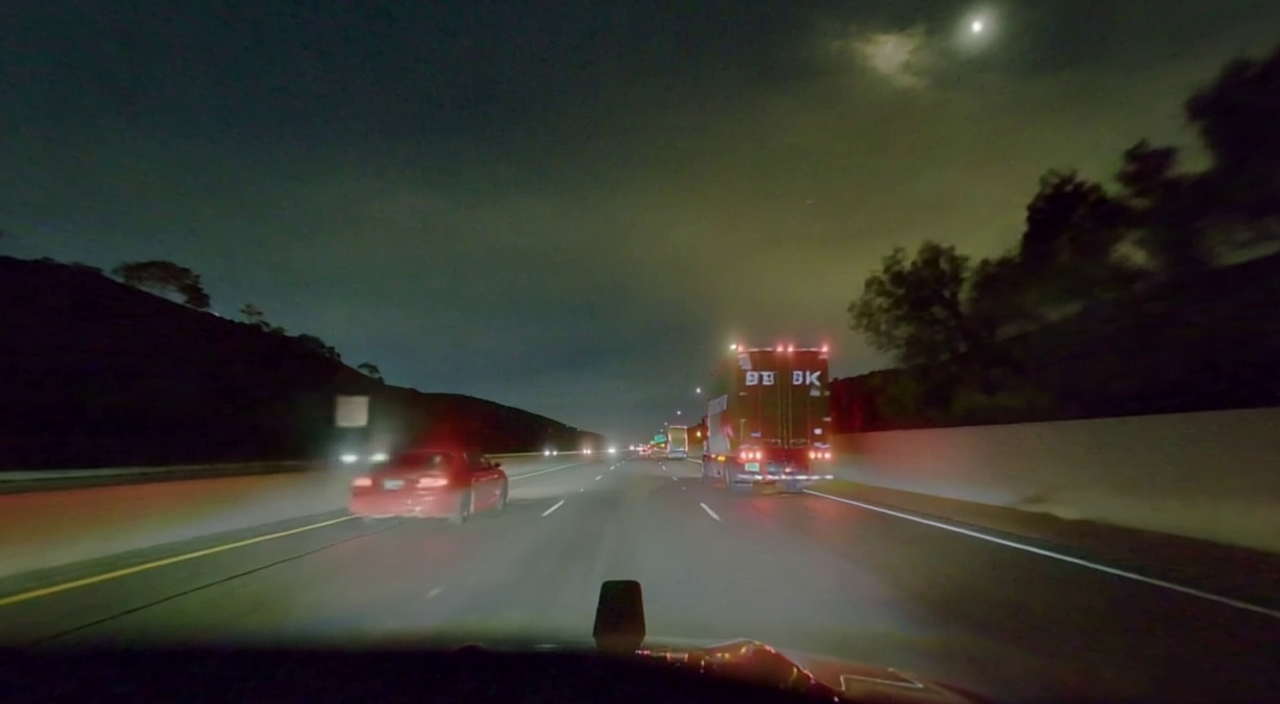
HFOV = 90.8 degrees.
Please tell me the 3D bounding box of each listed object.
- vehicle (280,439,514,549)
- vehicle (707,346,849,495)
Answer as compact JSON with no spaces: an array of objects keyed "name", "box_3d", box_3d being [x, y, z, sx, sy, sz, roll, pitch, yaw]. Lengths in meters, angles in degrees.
[{"name":"vehicle","box_3d":[-3.873,2.369,11.357,2.060,1.475,5.314,0,-9,1]},{"name":"vehicle","box_3d":[4.038,2.302,20.214,2.999,4.023,6.337,0,-9,-1]}]
